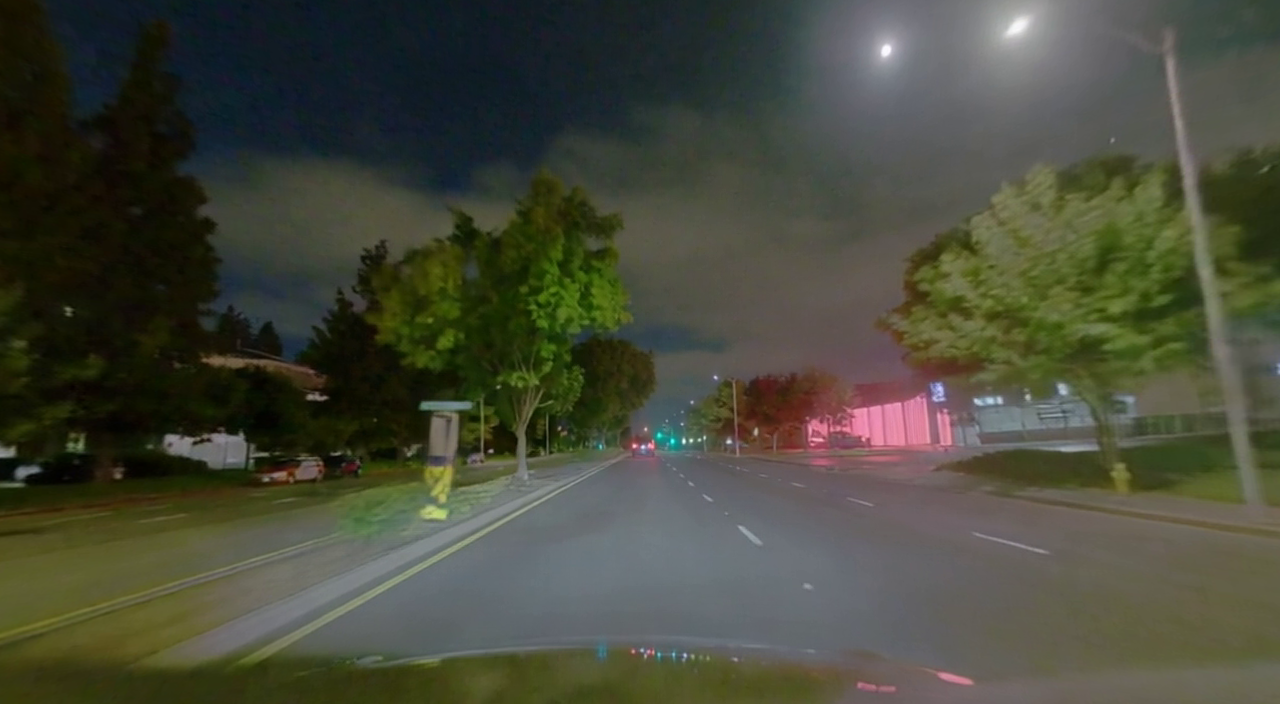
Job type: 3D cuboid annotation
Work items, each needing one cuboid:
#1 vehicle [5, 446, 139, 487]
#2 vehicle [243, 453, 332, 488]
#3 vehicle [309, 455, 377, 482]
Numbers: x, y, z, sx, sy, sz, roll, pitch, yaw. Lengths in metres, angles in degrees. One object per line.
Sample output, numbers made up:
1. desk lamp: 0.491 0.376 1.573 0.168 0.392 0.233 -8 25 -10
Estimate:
1. vehicle: -26.764 5.378 29.834 4.261 1.781 1.985 0 -8 -4
2. vehicle: -18.923 6.347 34.124 1.959 1.682 4.628 -1 -8 2
3. vehicle: -18.631 7.281 39.772 1.861 1.499 4.535 -1 -8 3
